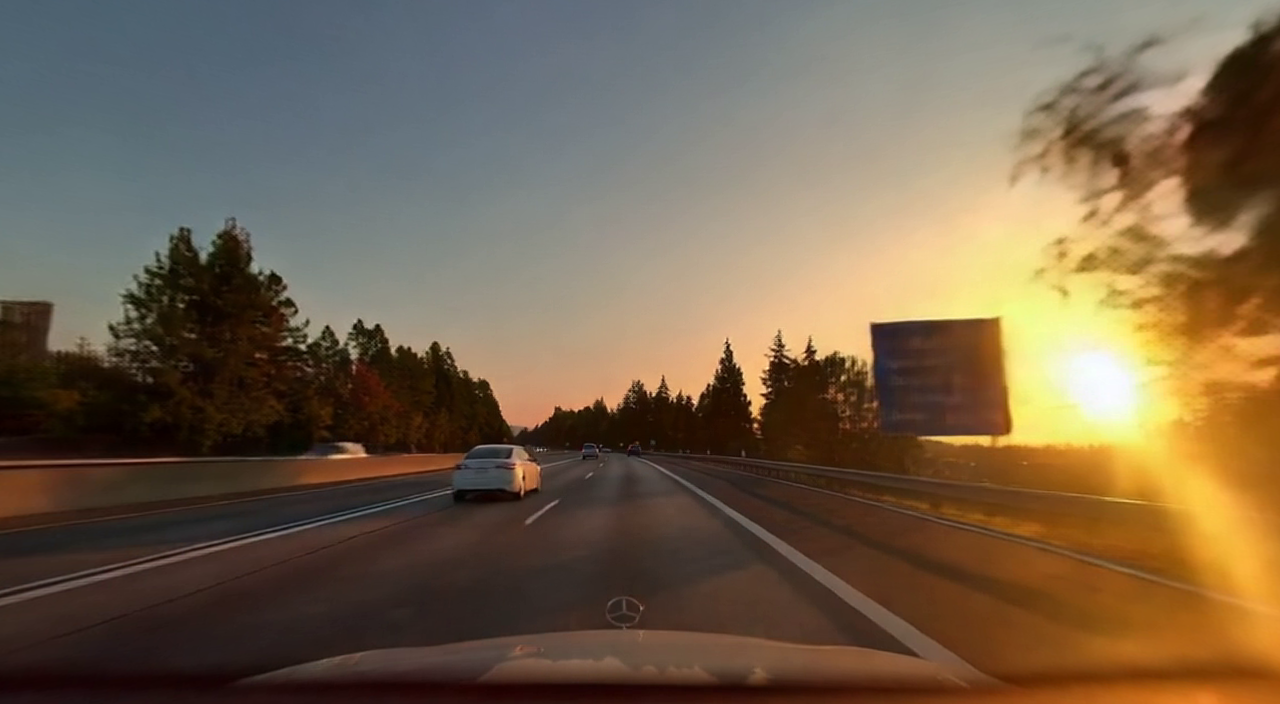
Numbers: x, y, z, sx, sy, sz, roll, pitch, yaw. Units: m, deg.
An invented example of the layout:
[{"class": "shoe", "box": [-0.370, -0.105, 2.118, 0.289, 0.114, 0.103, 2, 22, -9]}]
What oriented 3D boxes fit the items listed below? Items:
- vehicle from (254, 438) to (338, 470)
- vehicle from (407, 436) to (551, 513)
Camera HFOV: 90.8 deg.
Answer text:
[{"class": "vehicle", "box": [-17.827, 5.304, 32.934, 1.921, 1.526, 4.441, 0, -9, -1]}, {"class": "vehicle", "box": [-3.679, 2.914, 15.555, 2.184, 1.574, 5.004, 0, -9, 0]}]
